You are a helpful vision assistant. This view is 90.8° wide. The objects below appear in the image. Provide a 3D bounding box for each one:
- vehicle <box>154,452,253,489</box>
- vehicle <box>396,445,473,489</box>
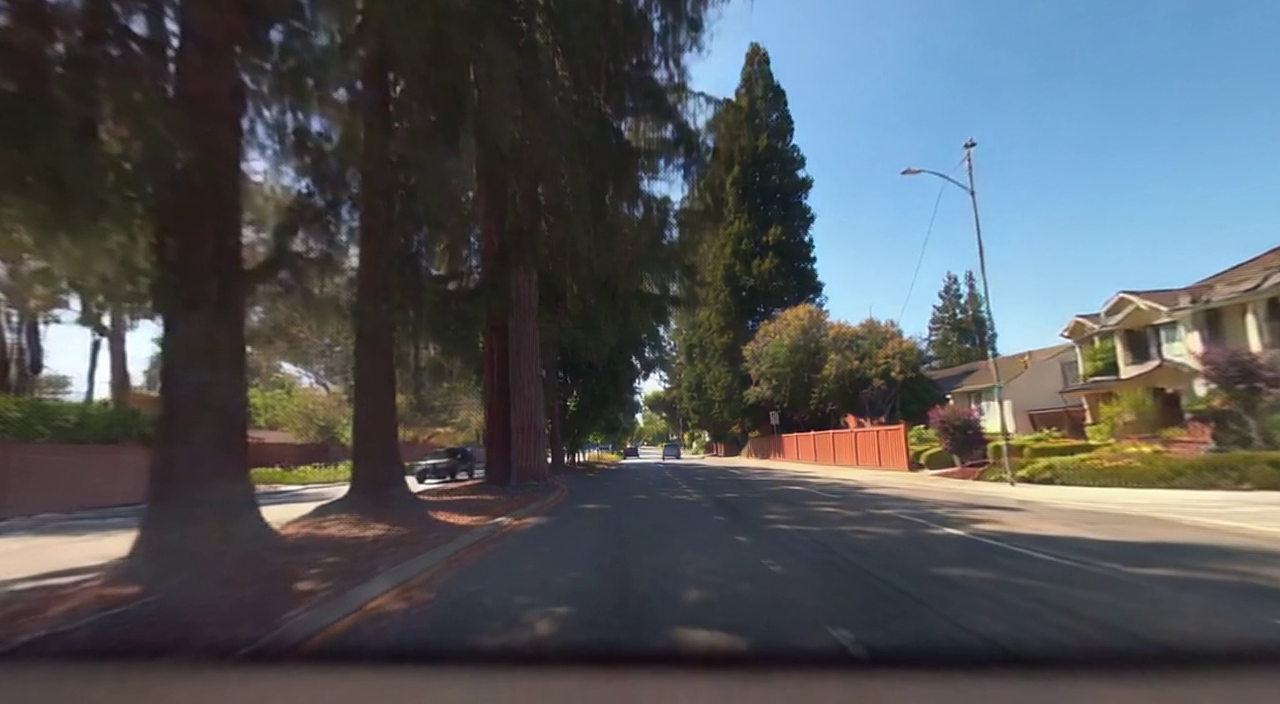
[{"bbox_3d":[-21.737,5.867,31.704,1.860,1.663,4.418,0,-8,-1],"label":"vehicle"},{"bbox_3d":[-8.978,5.011,27.994,1.964,1.722,4.403,-1,-8,-1],"label":"vehicle"}]
